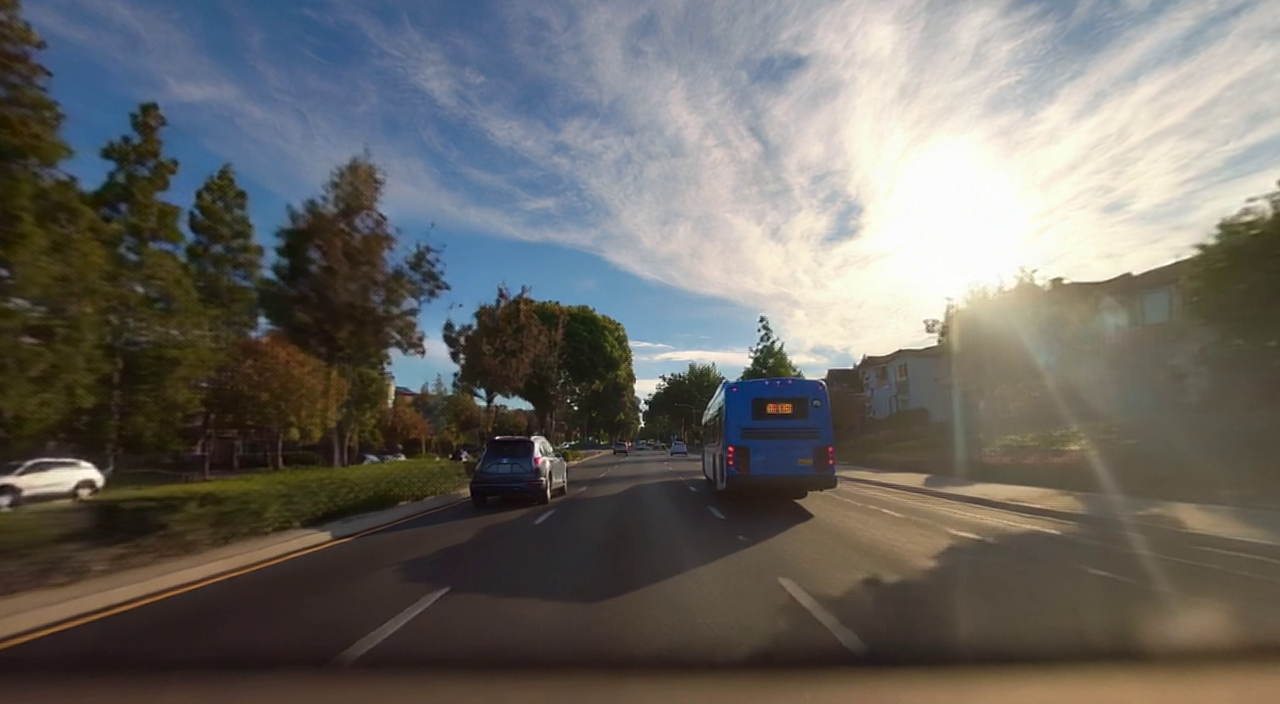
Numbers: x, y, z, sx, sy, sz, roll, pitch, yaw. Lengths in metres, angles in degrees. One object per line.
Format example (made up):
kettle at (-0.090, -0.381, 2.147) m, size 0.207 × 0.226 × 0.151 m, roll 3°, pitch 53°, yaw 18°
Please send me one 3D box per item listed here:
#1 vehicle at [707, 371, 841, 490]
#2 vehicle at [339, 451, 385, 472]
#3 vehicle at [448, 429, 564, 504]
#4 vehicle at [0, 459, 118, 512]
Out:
vehicle at (4.360, 3.094, 23.788) m, size 3.072 × 3.278 × 12.747 m, roll -1°, pitch -8°, yaw 4°
vehicle at (-22.009, 8.700, 49.869) m, size 1.781 × 1.553 × 3.896 m, roll 0°, pitch -8°, yaw 2°
vehicle at (-3.472, 3.071, 17.275) m, size 2.111 × 1.767 × 4.333 m, roll 0°, pitch -8°, yaw 2°
vehicle at (-22.292, 4.831, 23.176) m, size 2.018 × 1.648 × 4.631 m, roll 0°, pitch -8°, yaw -1°
